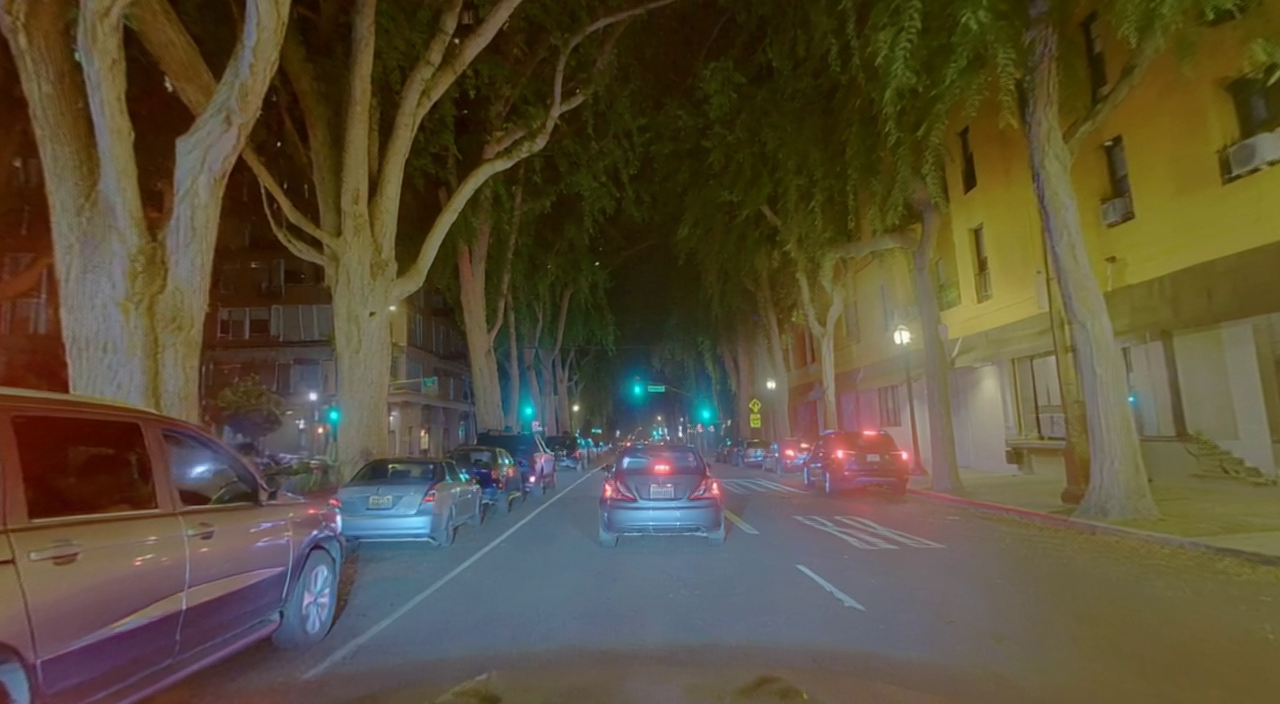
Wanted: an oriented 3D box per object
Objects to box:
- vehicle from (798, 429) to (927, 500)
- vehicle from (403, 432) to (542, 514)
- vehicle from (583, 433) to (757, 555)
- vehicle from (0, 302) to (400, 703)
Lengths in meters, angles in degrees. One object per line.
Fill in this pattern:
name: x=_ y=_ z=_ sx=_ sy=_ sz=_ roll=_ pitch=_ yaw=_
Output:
vehicle: x=6.341 y=3.248 z=18.686 sx=2.025 sy=1.808 sz=4.579 roll=0 pitch=-9 yaw=-2
vehicle: x=-3.511 y=2.625 z=14.232 sx=1.901 sy=1.522 sz=4.556 roll=0 pitch=-9 yaw=0
vehicle: x=0.273 y=1.995 z=9.578 sx=2.095 sy=1.438 sz=3.843 roll=0 pitch=-9 yaw=-3
vehicle: x=-3.270 y=0.927 z=3.380 sx=2.152 sy=1.802 sz=4.628 roll=0 pitch=-9 yaw=0
